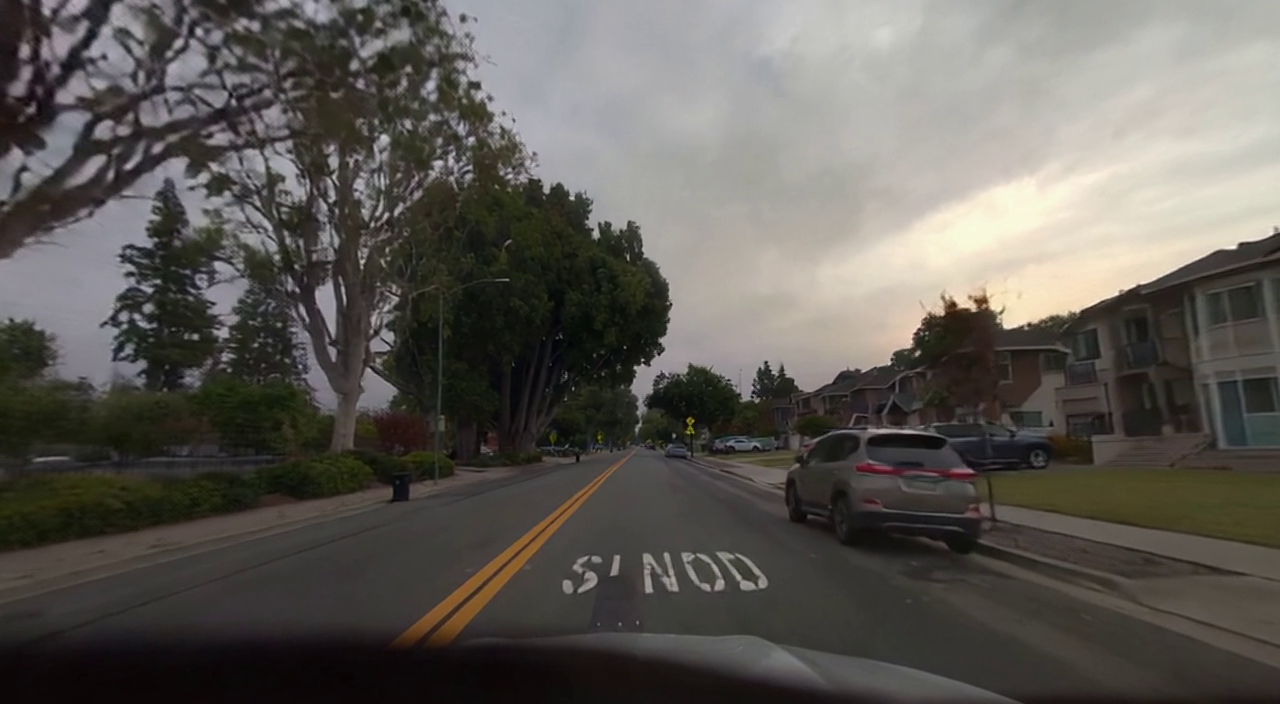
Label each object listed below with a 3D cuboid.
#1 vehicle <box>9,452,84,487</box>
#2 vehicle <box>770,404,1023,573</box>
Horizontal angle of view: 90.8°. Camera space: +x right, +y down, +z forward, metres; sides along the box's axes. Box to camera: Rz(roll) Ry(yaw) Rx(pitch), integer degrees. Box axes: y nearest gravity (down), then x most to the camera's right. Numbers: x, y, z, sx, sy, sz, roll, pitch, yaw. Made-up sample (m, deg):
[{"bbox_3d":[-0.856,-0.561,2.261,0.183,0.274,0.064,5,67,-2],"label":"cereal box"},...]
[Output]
[{"bbox_3d":[-29.110,5.686,30.931,4.558,1.495,1.925,-7,-10,38],"label":"vehicle"},{"bbox_3d":[3.429,1.873,9.439,1.949,1.807,4.224,4,-8,-1],"label":"vehicle"}]
